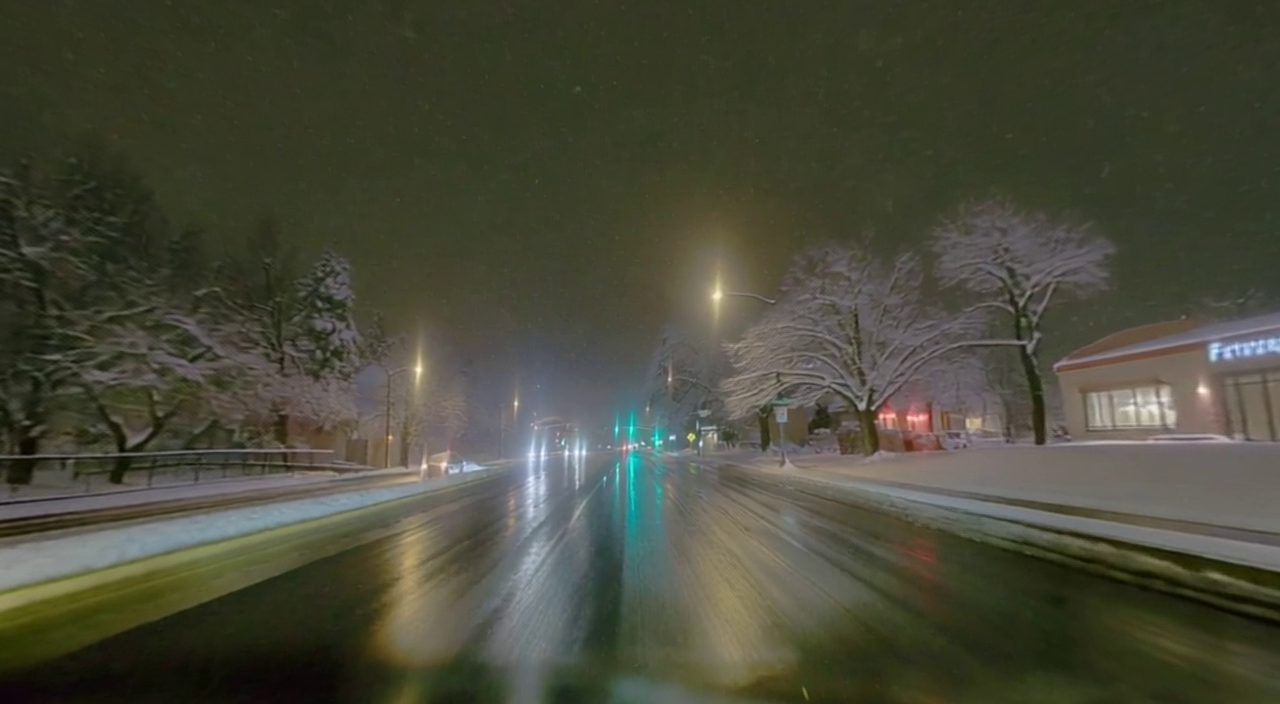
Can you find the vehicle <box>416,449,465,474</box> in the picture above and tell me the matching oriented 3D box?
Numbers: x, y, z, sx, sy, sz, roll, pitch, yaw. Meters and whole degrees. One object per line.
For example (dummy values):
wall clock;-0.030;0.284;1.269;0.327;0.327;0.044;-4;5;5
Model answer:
vehicle;-15.027;8.240;47.790;2.043;1.797;4.919;-1;-9;1
